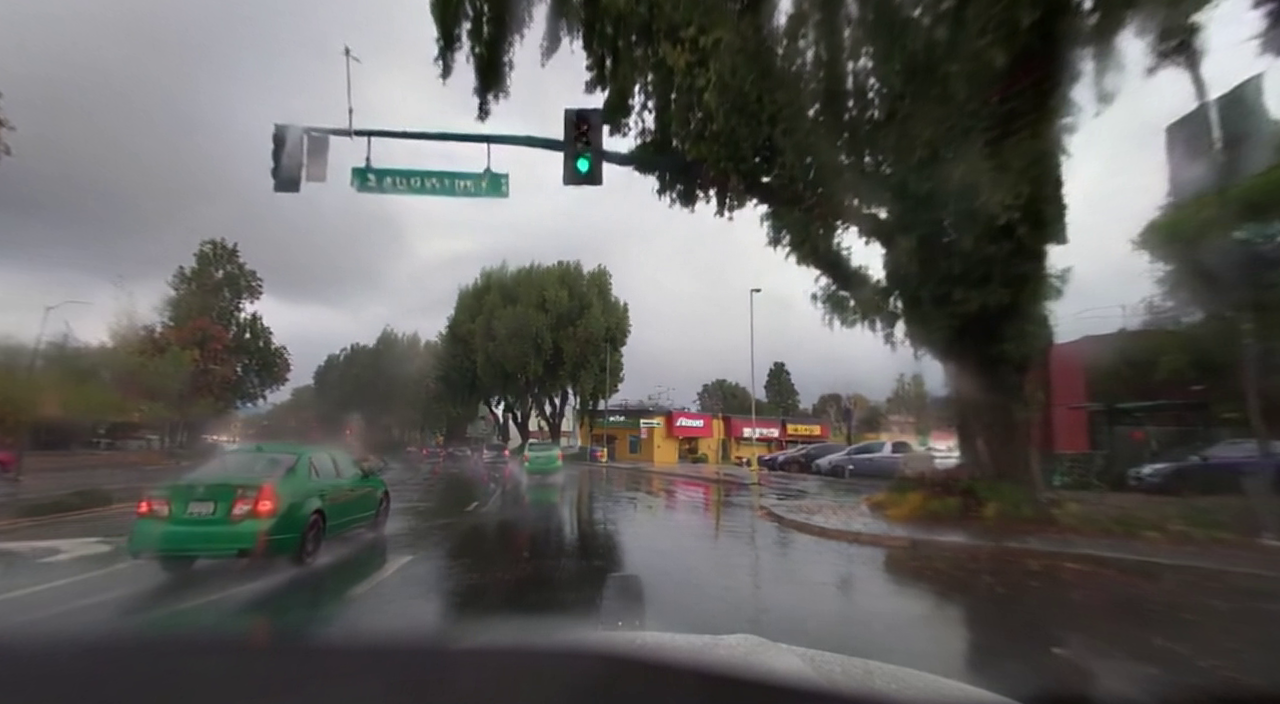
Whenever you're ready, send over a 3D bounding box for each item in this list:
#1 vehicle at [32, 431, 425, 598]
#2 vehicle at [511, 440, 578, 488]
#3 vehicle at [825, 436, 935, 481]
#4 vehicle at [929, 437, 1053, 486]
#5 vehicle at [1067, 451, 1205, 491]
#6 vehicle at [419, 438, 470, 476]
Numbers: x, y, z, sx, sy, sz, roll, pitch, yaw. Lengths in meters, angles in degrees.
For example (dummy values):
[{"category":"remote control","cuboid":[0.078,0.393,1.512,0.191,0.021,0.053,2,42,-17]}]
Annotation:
[{"category":"vehicle","cuboid":[-4.559,1.831,8.206,2.105,1.477,4.857,0,-8,-4]},{"category":"vehicle","cuboid":[-3.417,3.823,21.880,2.001,1.483,4.442,2,-9,-12]},{"category":"vehicle","cuboid":[8.729,3.913,23.428,1.919,1.489,4.889,0,-8,-4]},{"category":"vehicle","cuboid":[11.534,3.613,21.032,1.762,1.453,3.976,0,-8,-2]},{"category":"vehicle","cuboid":[18.527,4.435,23.611,3.800,1.369,1.759,1,-8,-5]},{"category":"vehicle","cuboid":[-8.883,4.768,28.889,2.042,1.593,3.956,2,-9,-15]}]
